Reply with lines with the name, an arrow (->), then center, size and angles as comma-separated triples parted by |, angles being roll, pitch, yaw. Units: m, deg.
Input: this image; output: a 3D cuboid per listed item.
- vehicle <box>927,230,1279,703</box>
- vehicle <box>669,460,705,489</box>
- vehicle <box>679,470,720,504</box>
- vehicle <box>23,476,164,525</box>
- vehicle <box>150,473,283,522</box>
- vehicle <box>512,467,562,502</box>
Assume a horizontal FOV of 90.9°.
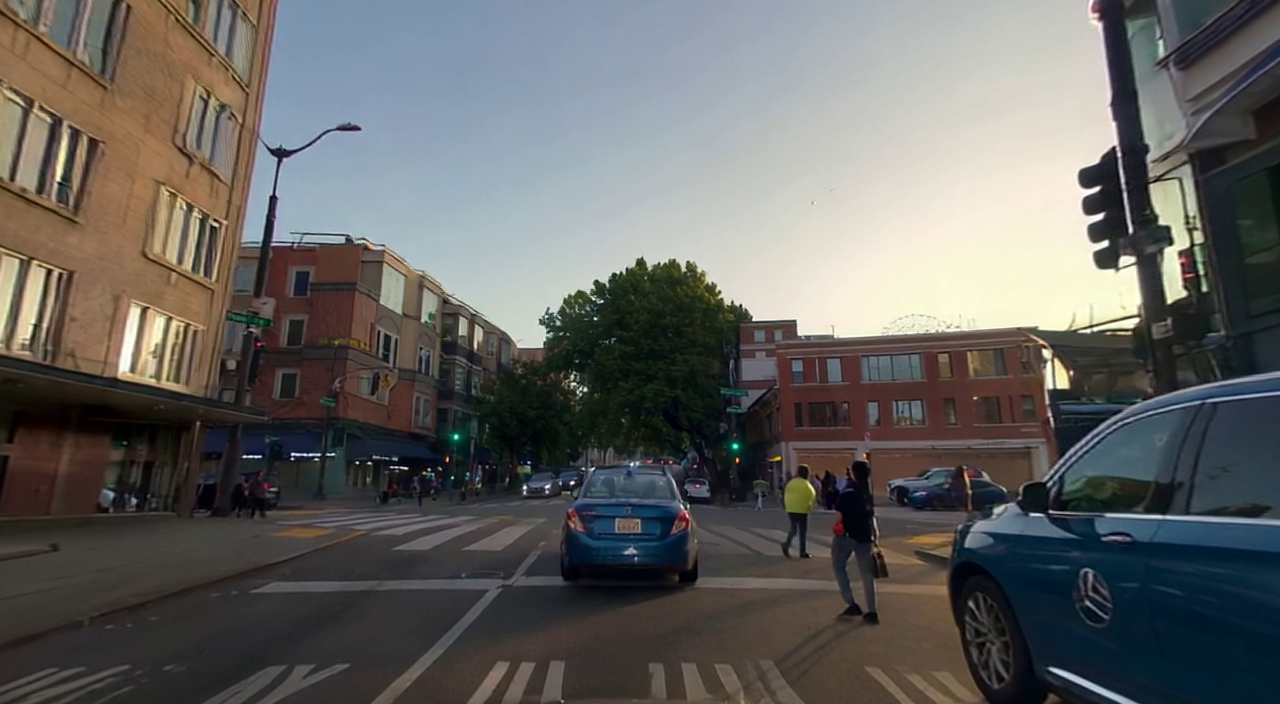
vehicle -> 3.194, 0.503, 0.989 | 2.632, 1.979, 6.096 | 0, -9, 0
vehicle -> 3.491, 9.268, 47.832 | 2.365, 1.994, 4.259 | 0, -9, 0
vehicle -> 3.568, 8.189, 38.493 | 1.908, 1.741, 4.066 | 0, -9, -3
vehicle -> -25.448, 6.912, 29.478 | 4.588, 2.048, 2.110 | -1, -9, 1
vehicle -> -19.684, 6.772, 29.452 | 4.750, 2.083, 2.002 | -1, -9, 3
vehicle -> -6.241, 8.079, 38.733 | 2.226, 1.896, 4.438 | -1, -9, 1
